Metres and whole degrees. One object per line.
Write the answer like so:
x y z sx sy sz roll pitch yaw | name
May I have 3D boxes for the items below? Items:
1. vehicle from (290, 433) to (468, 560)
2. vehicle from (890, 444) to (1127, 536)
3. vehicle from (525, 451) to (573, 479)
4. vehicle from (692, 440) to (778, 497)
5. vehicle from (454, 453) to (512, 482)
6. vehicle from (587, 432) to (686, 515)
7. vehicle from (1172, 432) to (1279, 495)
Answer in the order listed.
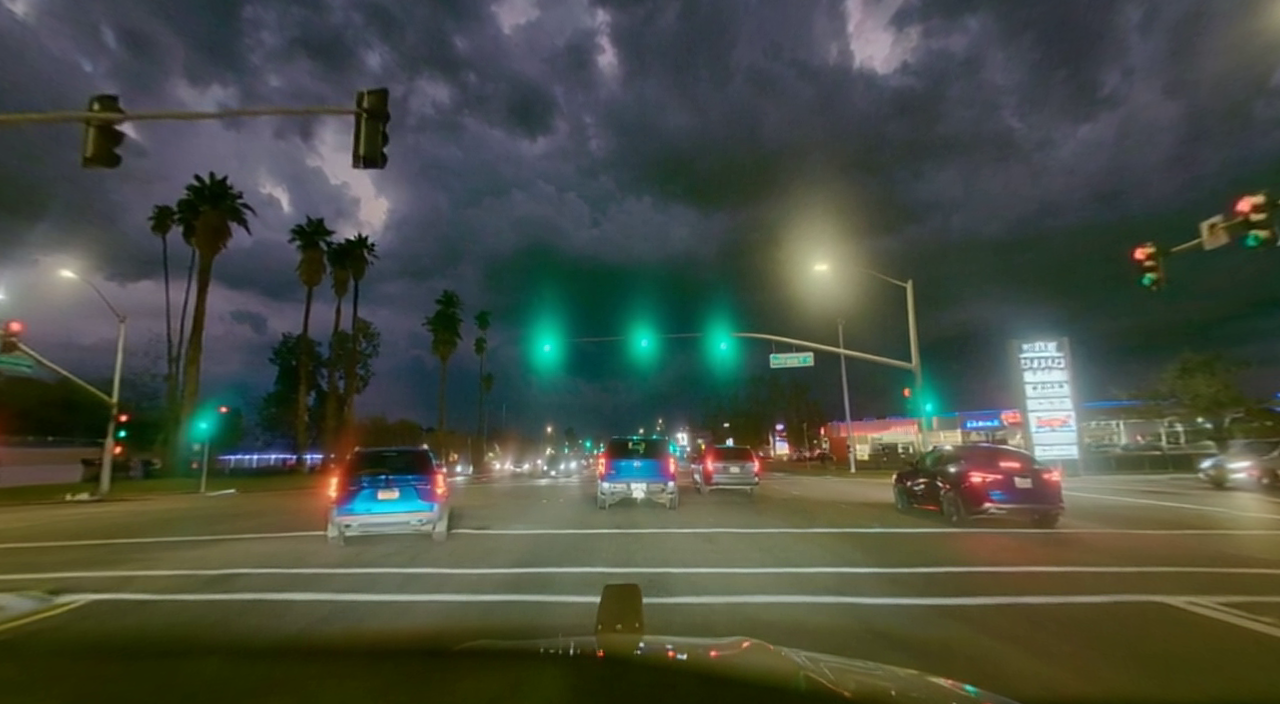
-4.123 2.272 10.807 2.201 1.644 4.465 2 -9 -15 | vehicle
6.784 2.543 12.329 1.944 1.447 4.309 0 -9 -1 | vehicle
-5.147 6.411 36.178 2.030 1.441 4.324 -1 -9 1 | vehicle
3.084 3.878 21.525 2.112 1.710 4.234 0 -9 -2 | vehicle
-8.533 6.319 34.821 2.061 1.415 4.289 0 -9 1 | vehicle
-0.157 2.972 15.965 2.151 1.787 4.109 0 -9 -2 | vehicle
19.831 3.366 19.351 5.053 1.787 2.168 0 -9 -1 | vehicle
